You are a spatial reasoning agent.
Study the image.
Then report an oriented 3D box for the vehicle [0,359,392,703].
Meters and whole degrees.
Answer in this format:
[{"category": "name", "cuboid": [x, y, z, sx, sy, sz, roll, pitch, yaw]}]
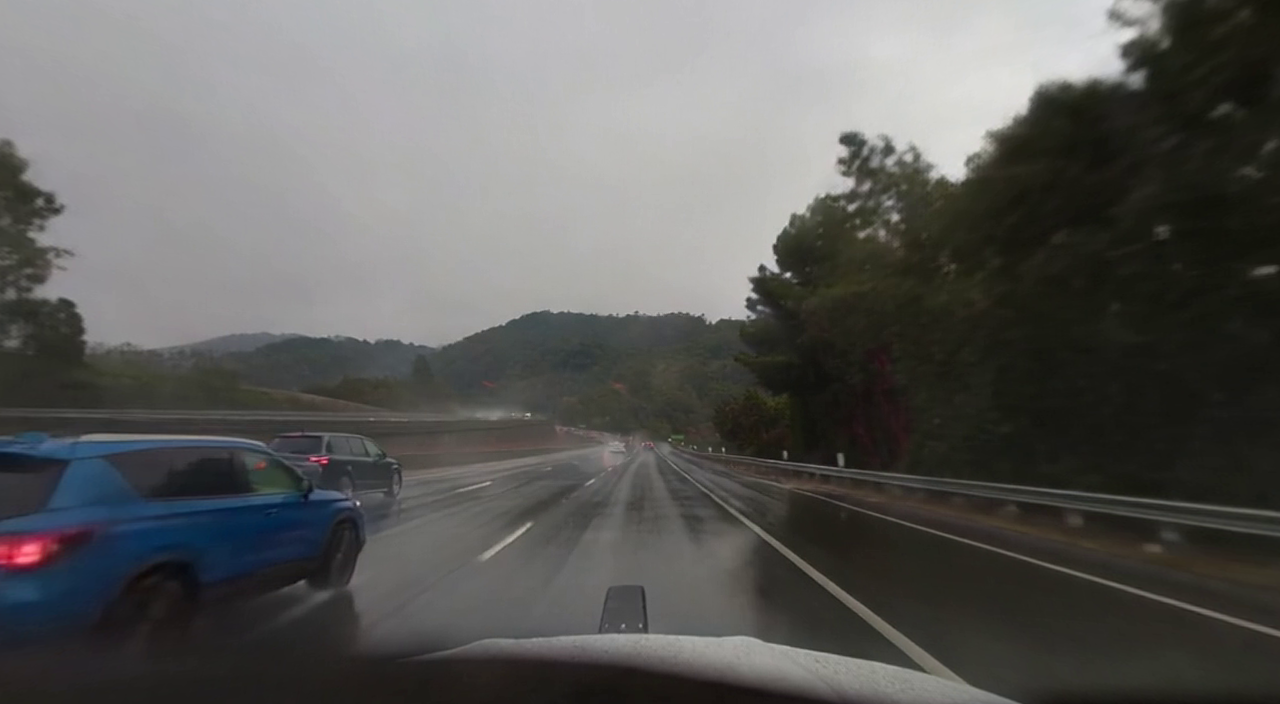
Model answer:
[{"category": "vehicle", "cuboid": [-3.552, 1.129, 4.235, 1.983, 1.663, 4.290, 0, -9, 0]}]
